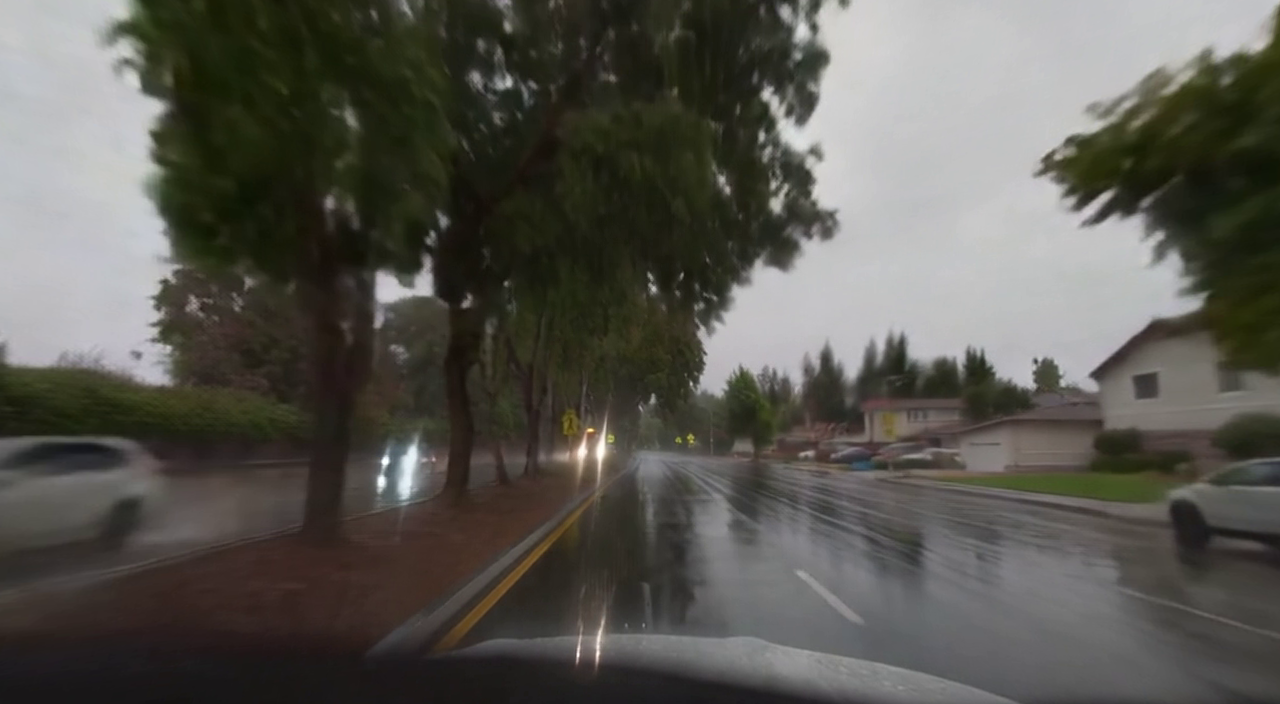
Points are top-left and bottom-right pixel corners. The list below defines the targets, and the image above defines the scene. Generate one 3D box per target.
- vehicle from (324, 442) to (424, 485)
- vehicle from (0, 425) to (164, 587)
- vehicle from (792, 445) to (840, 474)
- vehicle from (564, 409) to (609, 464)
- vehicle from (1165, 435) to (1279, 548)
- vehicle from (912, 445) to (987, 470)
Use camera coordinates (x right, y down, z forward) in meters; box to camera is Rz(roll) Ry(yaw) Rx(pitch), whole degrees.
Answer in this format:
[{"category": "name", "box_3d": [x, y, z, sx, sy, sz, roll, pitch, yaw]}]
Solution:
[{"category": "vehicle", "box_3d": [-10.630, 4.469, 25.631, 1.988, 1.556, 4.910, 0, -8, -1]}, {"category": "vehicle", "box_3d": [-7.434, 1.570, 6.463, 1.934, 1.619, 3.991, 0, -8, 0]}, {"category": "vehicle", "box_3d": [11.570, 7.055, 41.705, 1.976, 1.780, 4.352, 0, -8, 1]}, {"category": "vehicle", "box_3d": [-3.784, 6.121, 45.523, 3.008, 3.786, 3.422, 0, -9, -1]}, {"category": "vehicle", "box_3d": [11.681, 2.359, 10.294, 2.178, 1.858, 4.726, 4, -9, 0]}, {"category": "vehicle", "box_3d": [22.854, 7.811, 46.733, 4.570, 1.521, 2.029, 2, -8, 7]}]
